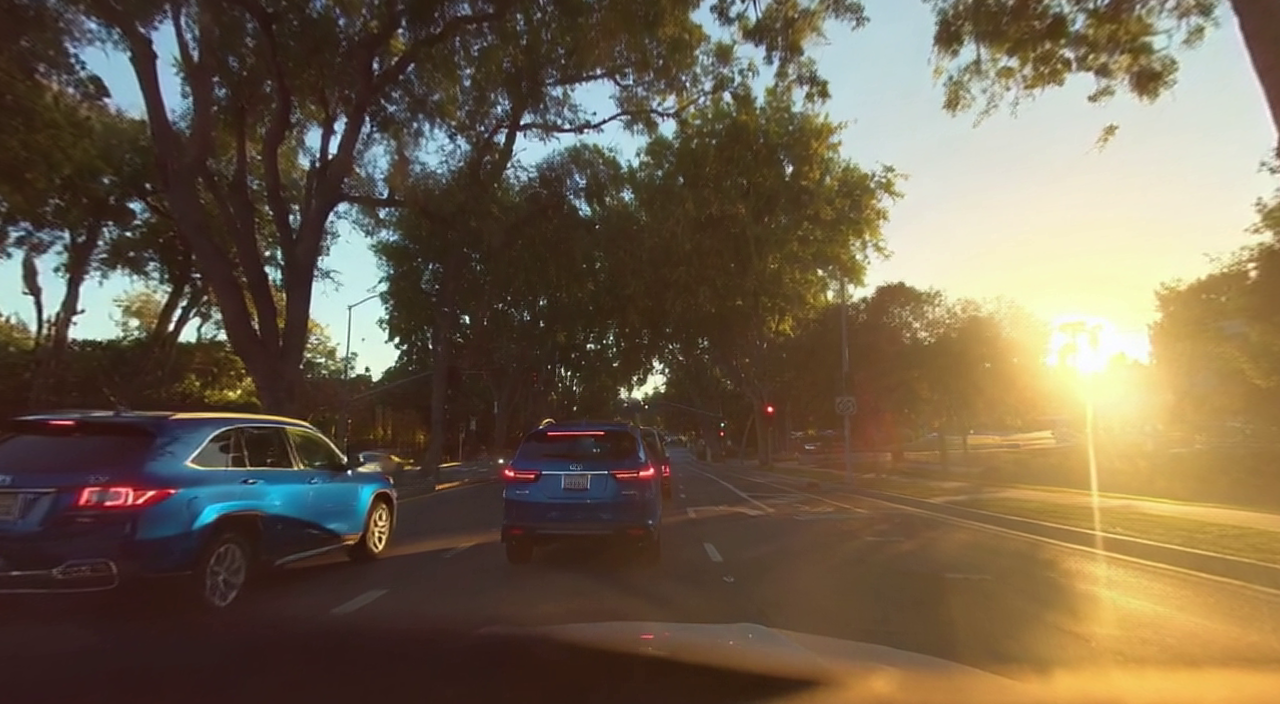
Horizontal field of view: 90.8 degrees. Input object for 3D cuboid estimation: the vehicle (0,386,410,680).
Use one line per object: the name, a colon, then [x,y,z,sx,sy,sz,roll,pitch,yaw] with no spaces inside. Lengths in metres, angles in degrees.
vehicle: [-4.058,1.365,5.925,2.009,1.673,4.454,0,-8,1]

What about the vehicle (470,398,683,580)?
vehicle: [-0.552,1.737,8.884,2.131,1.793,5.016,0,-8,2]
